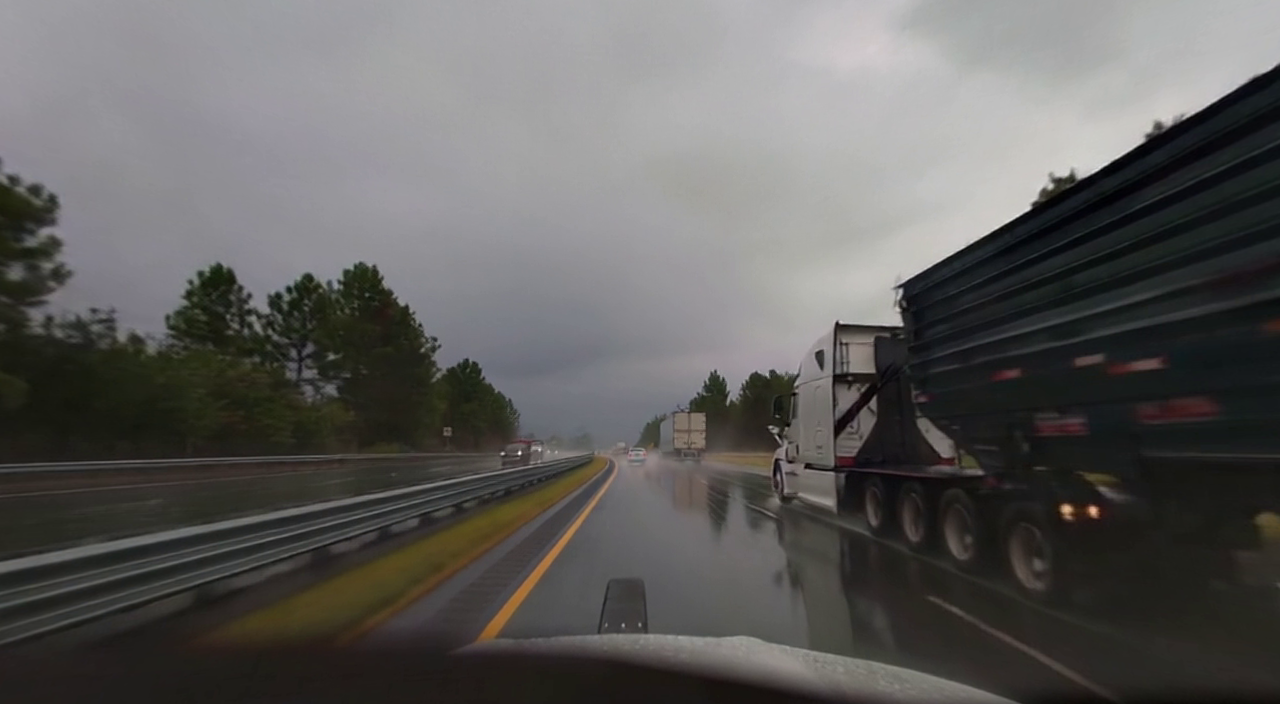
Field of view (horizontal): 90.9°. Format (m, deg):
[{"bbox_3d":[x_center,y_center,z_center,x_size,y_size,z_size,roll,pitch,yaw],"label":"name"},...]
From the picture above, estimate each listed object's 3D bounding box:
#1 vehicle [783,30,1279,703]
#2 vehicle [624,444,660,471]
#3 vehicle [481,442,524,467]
[{"bbox_3d":[4.539,0.491,5.012,2.867,3.571,14.305,0,-9,-2],"label":"vehicle"},{"bbox_3d":[0.077,6.397,38.350,2.051,1.513,4.511,0,-9,-2],"label":"vehicle"},{"bbox_3d":[-9.382,7.023,43.353,2.020,1.618,4.287,0,-9,0],"label":"vehicle"}]
